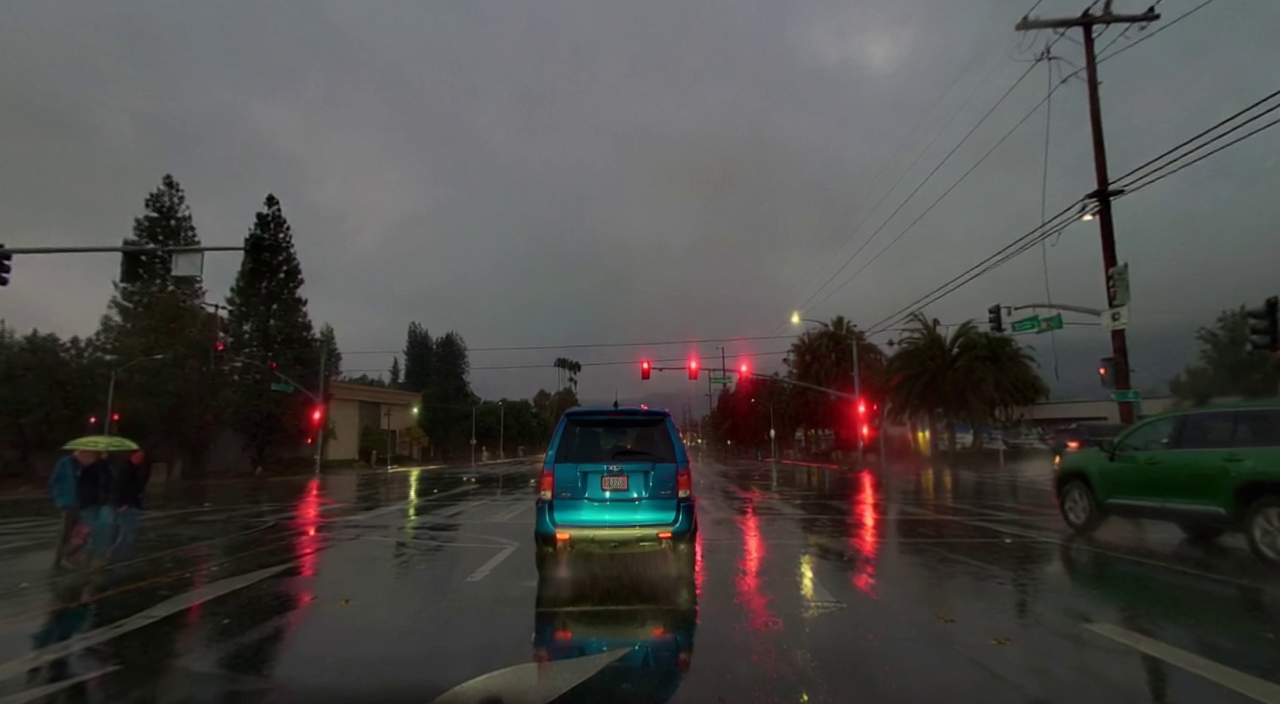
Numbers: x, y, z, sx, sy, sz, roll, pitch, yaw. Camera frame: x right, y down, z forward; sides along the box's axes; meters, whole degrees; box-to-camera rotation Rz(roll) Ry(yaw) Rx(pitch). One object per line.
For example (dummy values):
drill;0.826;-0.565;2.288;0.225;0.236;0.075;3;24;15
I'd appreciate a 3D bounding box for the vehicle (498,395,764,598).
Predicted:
vehicle;-0.109;1.562;7.641;2.285;1.729;4.252;0;-9;-1

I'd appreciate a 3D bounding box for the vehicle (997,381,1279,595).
vehicle;6.581;1.439;7.243;2.119;1.827;4.806;0;-9;0
